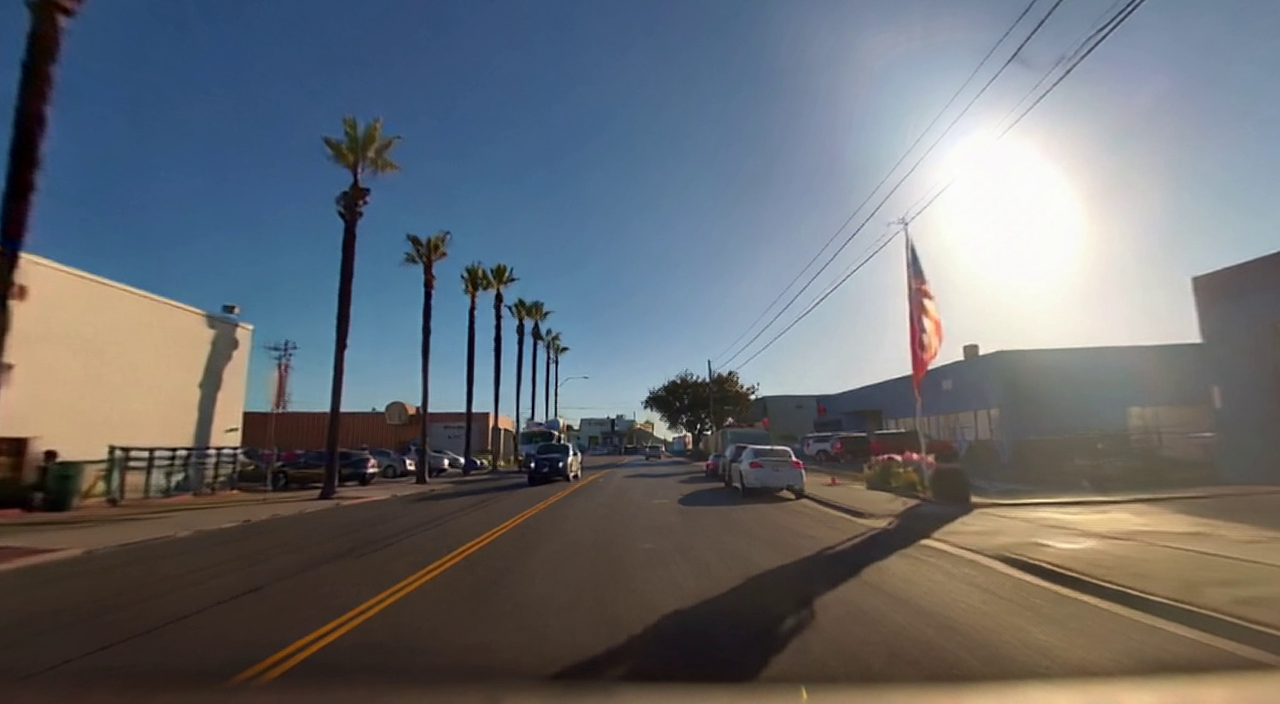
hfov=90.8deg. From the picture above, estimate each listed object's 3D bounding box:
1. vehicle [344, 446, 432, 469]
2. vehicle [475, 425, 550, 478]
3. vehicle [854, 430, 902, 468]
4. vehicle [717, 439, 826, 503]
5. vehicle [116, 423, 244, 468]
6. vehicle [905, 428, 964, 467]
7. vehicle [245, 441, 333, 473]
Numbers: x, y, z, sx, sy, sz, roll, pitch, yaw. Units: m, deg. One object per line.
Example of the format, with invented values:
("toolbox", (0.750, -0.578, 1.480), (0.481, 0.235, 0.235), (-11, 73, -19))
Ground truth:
("vehicle", (-16.596, 6.950, 41.725), (4.890, 1.483, 2.055), (0, -9, 3))
("vehicle", (-7.564, 5.997, 38.347), (2.845, 2.738, 7.208), (-3, -9, 2))
("vehicle", (12.659, 5.115, 33.412), (2.159, 1.840, 4.404), (-3, -9, 22))
("vehicle", (3.647, 3.389, 18.463), (2.111, 1.611, 4.576), (0, -9, -1))
("vehicle", (-35.728, 7.301, 49.204), (7.633, 3.371, 2.994), (-1, -9, 4))
("vehicle", (15.274, 4.989, 33.041), (2.311, 1.876, 4.987), (-3, -9, 20))
("vehicle", (-20.417, 6.142, 37.095), (2.152, 1.746, 5.461), (0, -9, -1))
